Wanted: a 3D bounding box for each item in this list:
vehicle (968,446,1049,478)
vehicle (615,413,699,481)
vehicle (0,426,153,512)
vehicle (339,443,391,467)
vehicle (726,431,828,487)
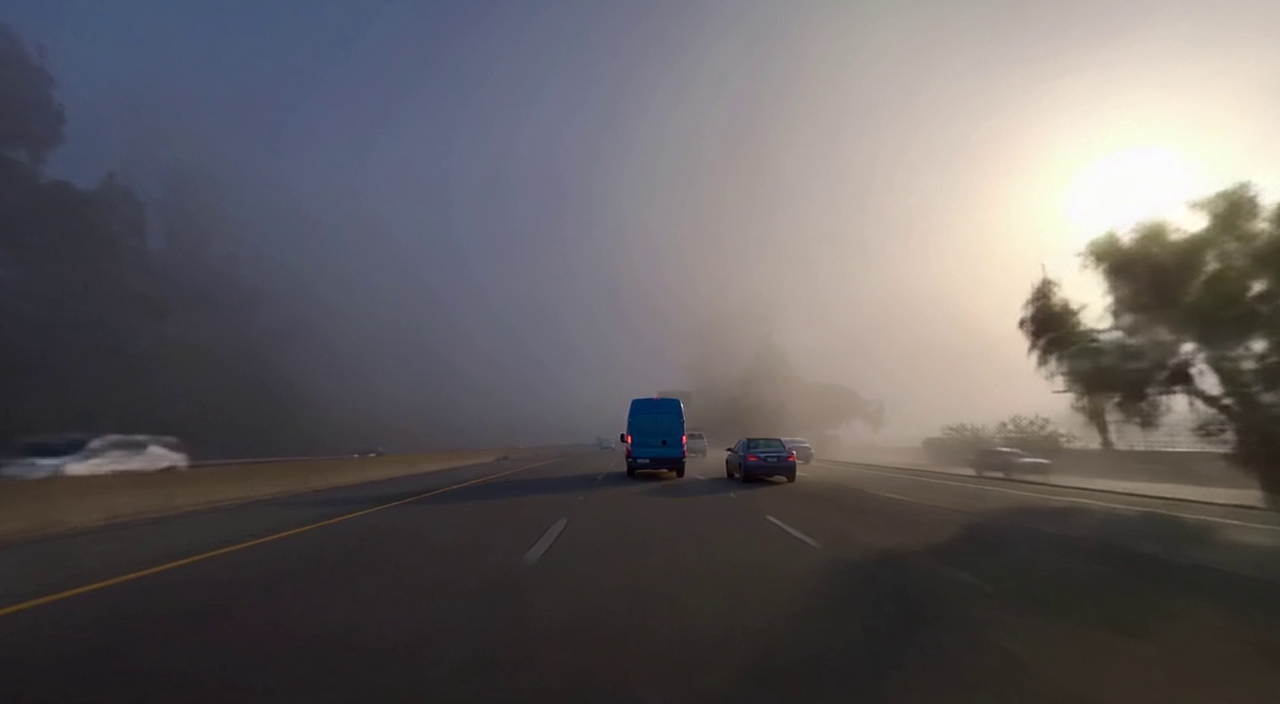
[{"bbox_3d":[17.579,5.249,30.163,1.670,1.402,3.595,0,-8,-1],"label":"vehicle"},{"bbox_3d":[0.416,3.361,22.257,2.546,2.087,5.404,0,-8,-3],"label":"vehicle"},{"bbox_3d":[-13.098,2.389,13.068,2.055,1.604,4.852,0,-8,-1],"label":"vehicle"},{"bbox_3d":[-20.626,7.704,47.264,1.971,1.673,4.180,-1,-8,0],"label":"vehicle"},{"bbox_3d":[3.976,3.176,18.941,2.099,1.510,3.784,0,-8,-2],"label":"vehicle"}]
